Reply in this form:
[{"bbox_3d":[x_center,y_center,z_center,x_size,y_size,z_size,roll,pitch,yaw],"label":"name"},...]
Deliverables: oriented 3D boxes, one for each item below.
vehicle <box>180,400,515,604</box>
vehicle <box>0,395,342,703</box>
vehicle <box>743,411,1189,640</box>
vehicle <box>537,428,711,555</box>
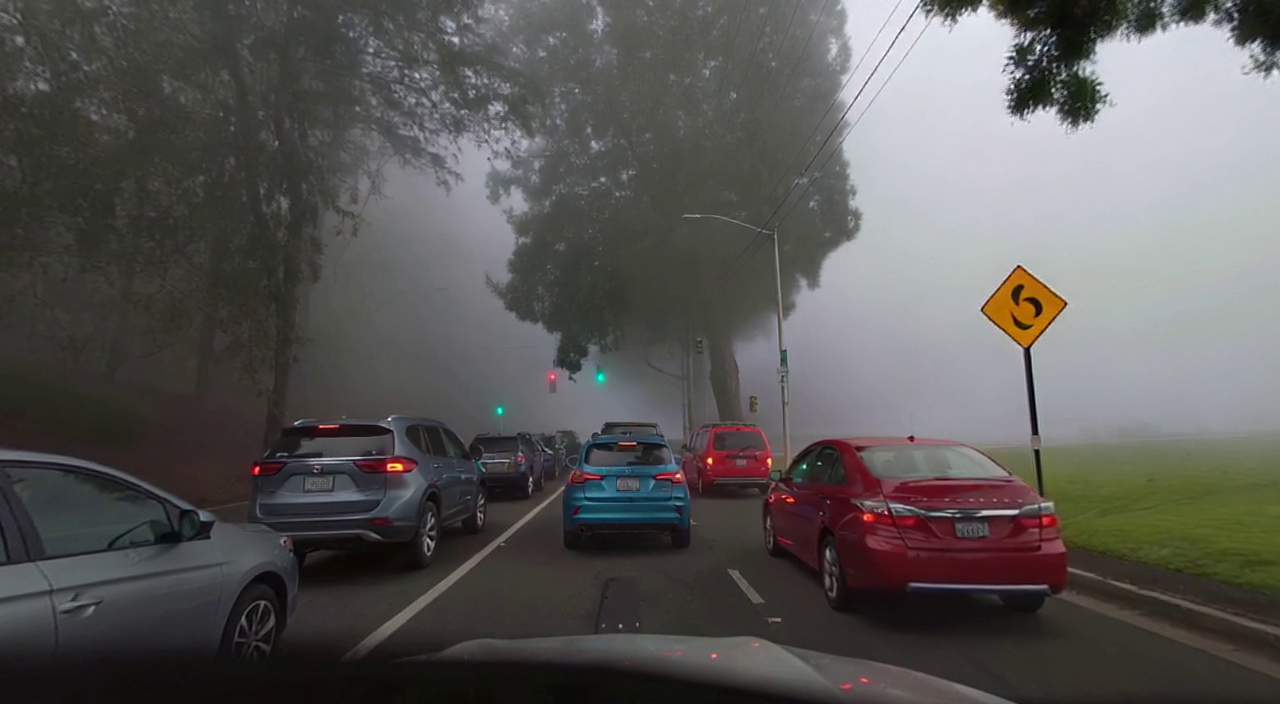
[{"bbox_3d":[-2.891,1.576,7.451,1.964,1.712,4.097,0,-8,0],"label":"vehicle"},{"bbox_3d":[-2.924,0.837,1.613,1.974,1.484,4.716,0,-8,0],"label":"vehicle"},{"bbox_3d":[2.527,1.487,6.527,2.116,1.497,4.652,0,-8,0],"label":"vehicle"},{"bbox_3d":[-0.243,1.917,9.333,2.025,1.453,3.848,0,-8,-2],"label":"vehicle"}]
